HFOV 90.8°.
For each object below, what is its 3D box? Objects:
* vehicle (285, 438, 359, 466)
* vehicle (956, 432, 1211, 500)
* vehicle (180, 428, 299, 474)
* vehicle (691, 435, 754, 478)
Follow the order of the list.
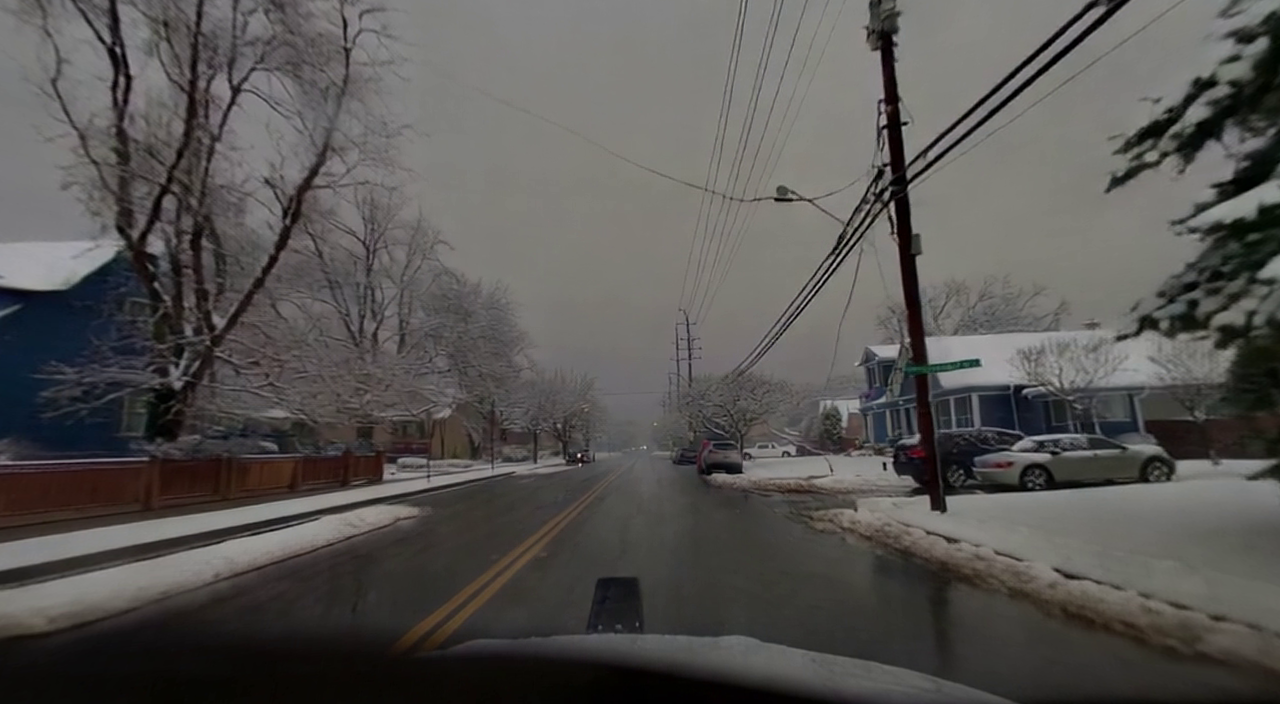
[{"bbox_3d":[-21.181,6.694,42.413,2.139,1.746,5.099,-1,-9,3],"label":"vehicle"},{"bbox_3d":[10.546,2.730,15.333,4.625,1.501,2.011,0,-8,1],"label":"vehicle"},{"bbox_3d":[-17.608,4.386,28.166,2.034,1.829,5.161,0,-9,-1],"label":"vehicle"},{"bbox_3d":[3.889,5.048,30.814,2.114,1.858,5.144,0,-8,-3],"label":"vehicle"}]
